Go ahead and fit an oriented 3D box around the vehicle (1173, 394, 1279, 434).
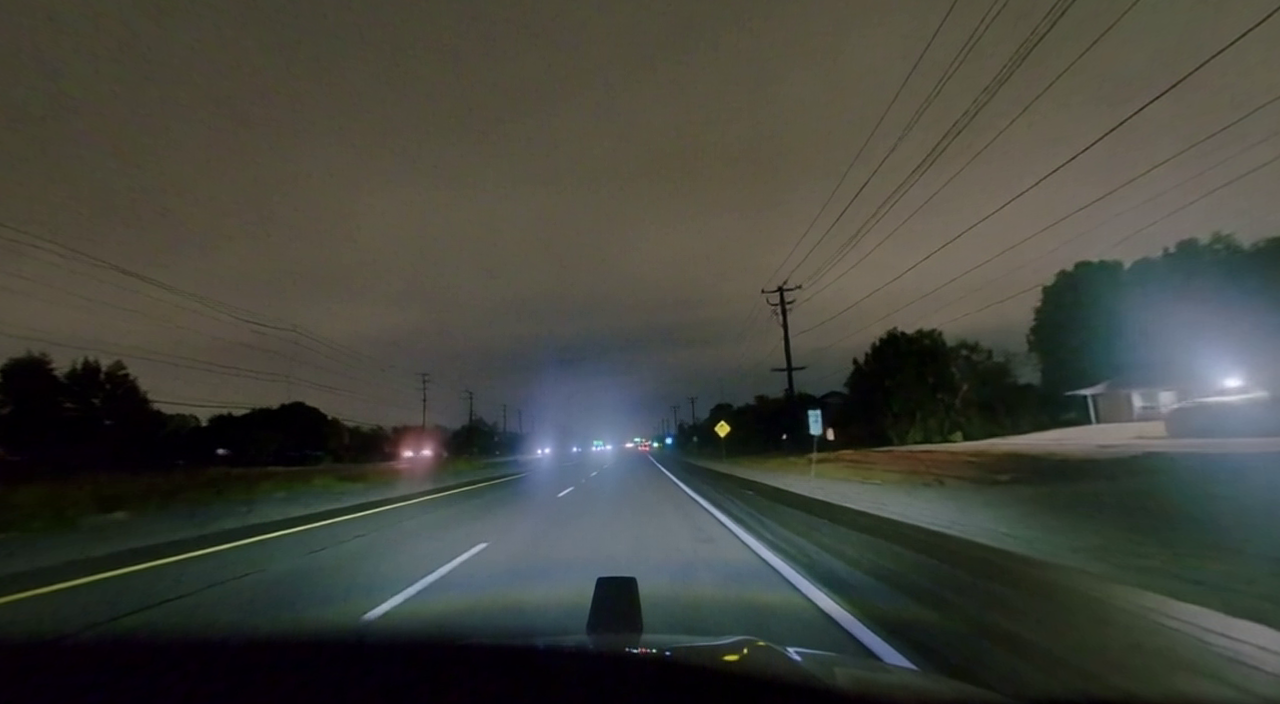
[{"bbox_3d":[28.126,2.997,29.943,1.887,1.623,4.203,0,-9,2],"label":"vehicle"}]
